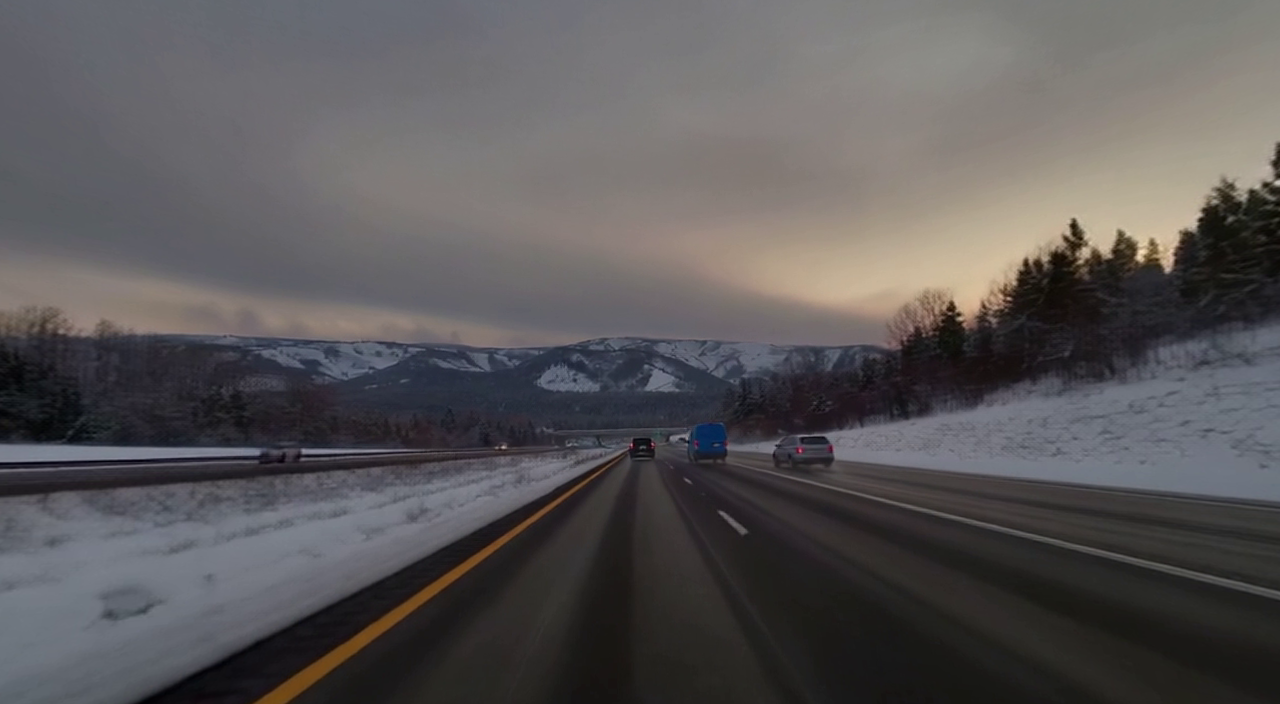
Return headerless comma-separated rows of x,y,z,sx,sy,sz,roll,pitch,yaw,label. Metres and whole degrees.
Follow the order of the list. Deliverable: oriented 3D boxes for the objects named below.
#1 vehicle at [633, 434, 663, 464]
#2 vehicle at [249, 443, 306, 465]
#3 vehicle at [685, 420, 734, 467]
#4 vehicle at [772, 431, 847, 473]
0.530,7.275,47.311,2.131,2.122,4.473,0,-8,-1,vehicle
-28.196,7.924,49.246,1.838,1.598,4.428,0,-8,0,vehicle
4.156,5.651,38.900,2.302,2.670,6.176,0,-8,0,vehicle
8.188,4.888,31.031,2.240,1.925,4.854,0,-8,-1,vehicle
